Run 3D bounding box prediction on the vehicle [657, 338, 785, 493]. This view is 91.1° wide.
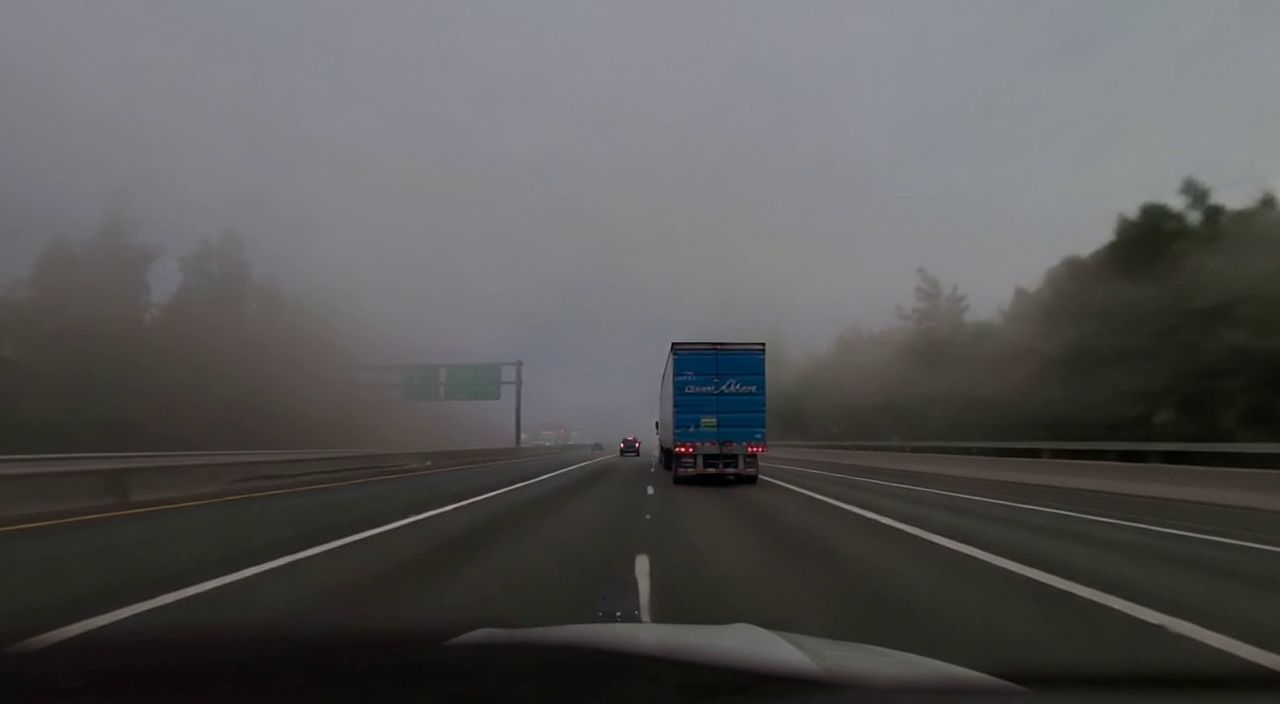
[{"bbox_3d":[2.131,2.227,20.709,2.920,3.860,10.035,0,-8,0],"label":"vehicle"}]
